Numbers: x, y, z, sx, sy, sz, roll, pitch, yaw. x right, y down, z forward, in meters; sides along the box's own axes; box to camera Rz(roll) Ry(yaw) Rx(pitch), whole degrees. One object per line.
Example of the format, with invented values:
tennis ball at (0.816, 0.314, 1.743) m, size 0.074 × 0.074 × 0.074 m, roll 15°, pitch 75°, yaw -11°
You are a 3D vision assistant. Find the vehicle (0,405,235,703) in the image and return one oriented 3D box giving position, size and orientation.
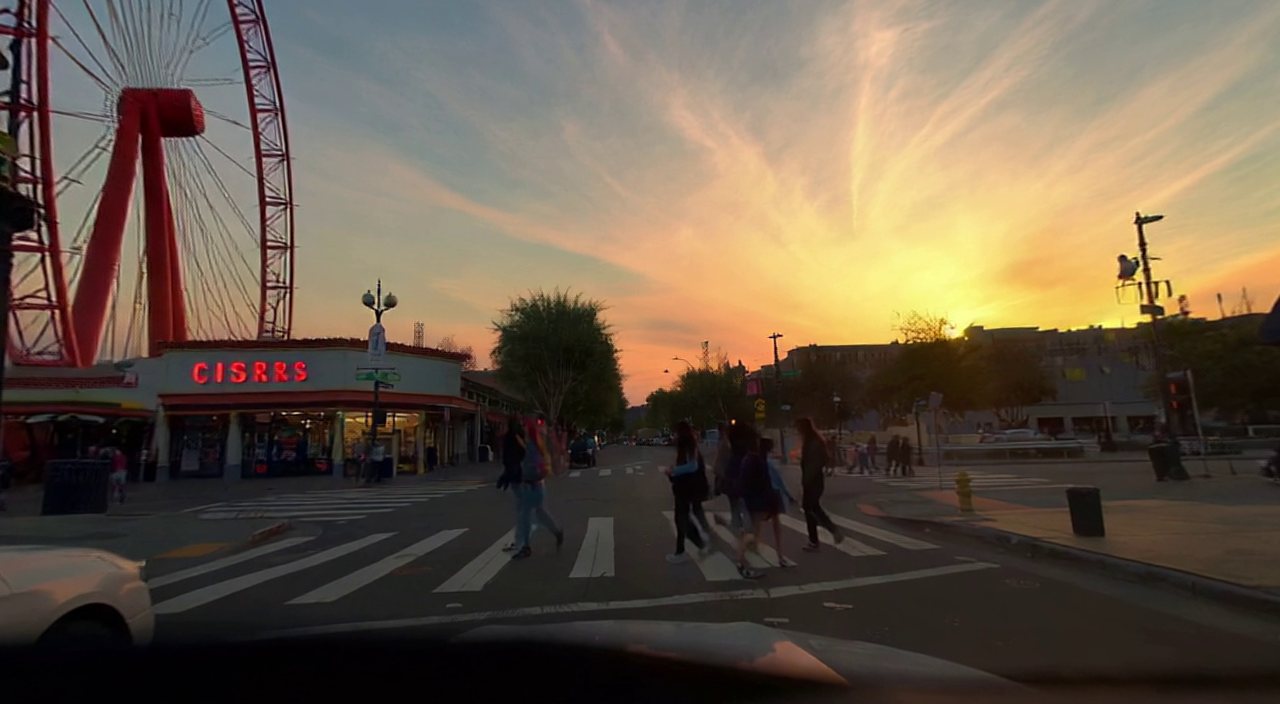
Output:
vehicle at (-3.376, 0.790, 1.184) m, size 1.940 × 1.505 × 4.676 m, roll -1°, pitch -9°, yaw 3°

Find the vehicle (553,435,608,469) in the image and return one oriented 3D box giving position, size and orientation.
vehicle at (-3.915, 6.362, 40.260) m, size 2.549 × 2.000 × 5.699 m, roll 2°, pitch -9°, yaw -15°
